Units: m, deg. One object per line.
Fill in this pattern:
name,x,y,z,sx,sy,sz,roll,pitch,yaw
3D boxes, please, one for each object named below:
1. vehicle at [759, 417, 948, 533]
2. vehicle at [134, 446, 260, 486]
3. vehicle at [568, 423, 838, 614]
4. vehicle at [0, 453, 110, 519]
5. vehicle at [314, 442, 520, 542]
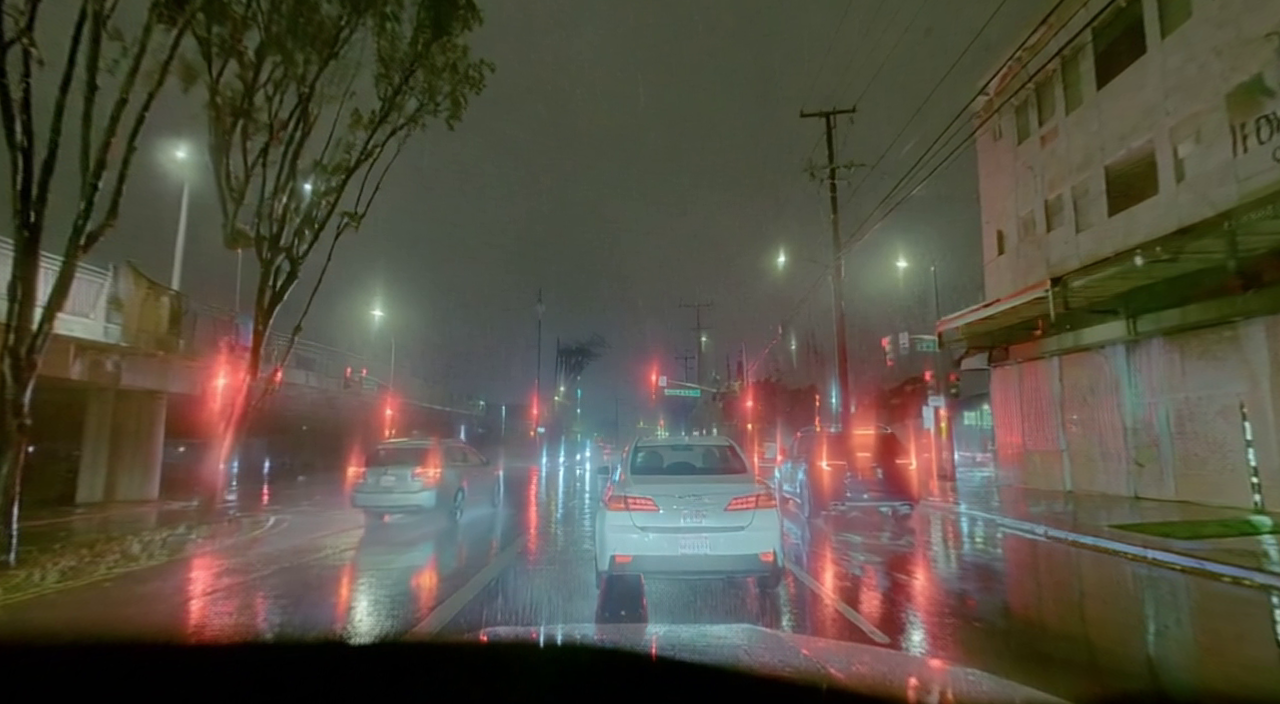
vehicle,3.756,2.247,12.113,2.062,1.781,4.488,0,-8,0
vehicle,-20.795,5.347,29.752,4.474,1.673,2.010,0,-4,1
vehicle,0.526,1.612,7.089,2.101,1.467,4.210,0,-8,1
vehicle,-17.471,3.536,16.584,1.905,1.644,4.943,-6,-10,35
vehicle,-3.857,2.493,12.068,2.082,1.484,4.865,0,-8,1
